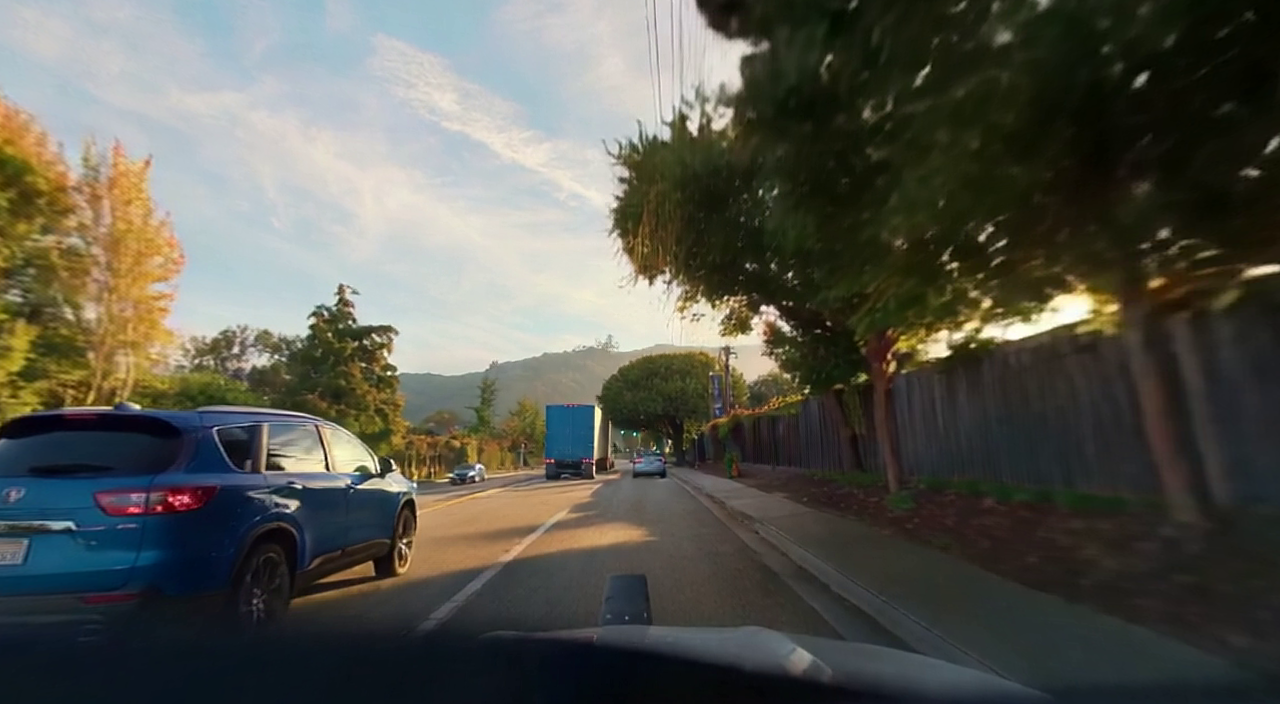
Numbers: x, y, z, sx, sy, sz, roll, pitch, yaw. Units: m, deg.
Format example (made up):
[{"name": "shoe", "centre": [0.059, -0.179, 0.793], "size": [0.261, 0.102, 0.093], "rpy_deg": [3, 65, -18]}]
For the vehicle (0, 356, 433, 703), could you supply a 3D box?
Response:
[{"name": "vehicle", "centre": [-3.509, 1.275, 5.039], "size": [2.093, 1.832, 4.508], "rpy_deg": [0, -9, 1]}]

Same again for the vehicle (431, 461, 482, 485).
[{"name": "vehicle", "centre": [-12.880, 8.503, 44.444], "size": [1.959, 1.502, 4.647], "rpy_deg": [0, -9, 3]}]

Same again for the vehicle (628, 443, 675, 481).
[{"name": "vehicle", "centre": [0.570, 5.456, 31.359], "size": [2.174, 1.749, 4.113], "rpy_deg": [0, -9, 1]}]

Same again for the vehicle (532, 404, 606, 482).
[{"name": "vehicle", "centre": [-3.566, 4.992, 34.280], "size": [2.928, 3.658, 8.980], "rpy_deg": [0, -9, 0]}]
